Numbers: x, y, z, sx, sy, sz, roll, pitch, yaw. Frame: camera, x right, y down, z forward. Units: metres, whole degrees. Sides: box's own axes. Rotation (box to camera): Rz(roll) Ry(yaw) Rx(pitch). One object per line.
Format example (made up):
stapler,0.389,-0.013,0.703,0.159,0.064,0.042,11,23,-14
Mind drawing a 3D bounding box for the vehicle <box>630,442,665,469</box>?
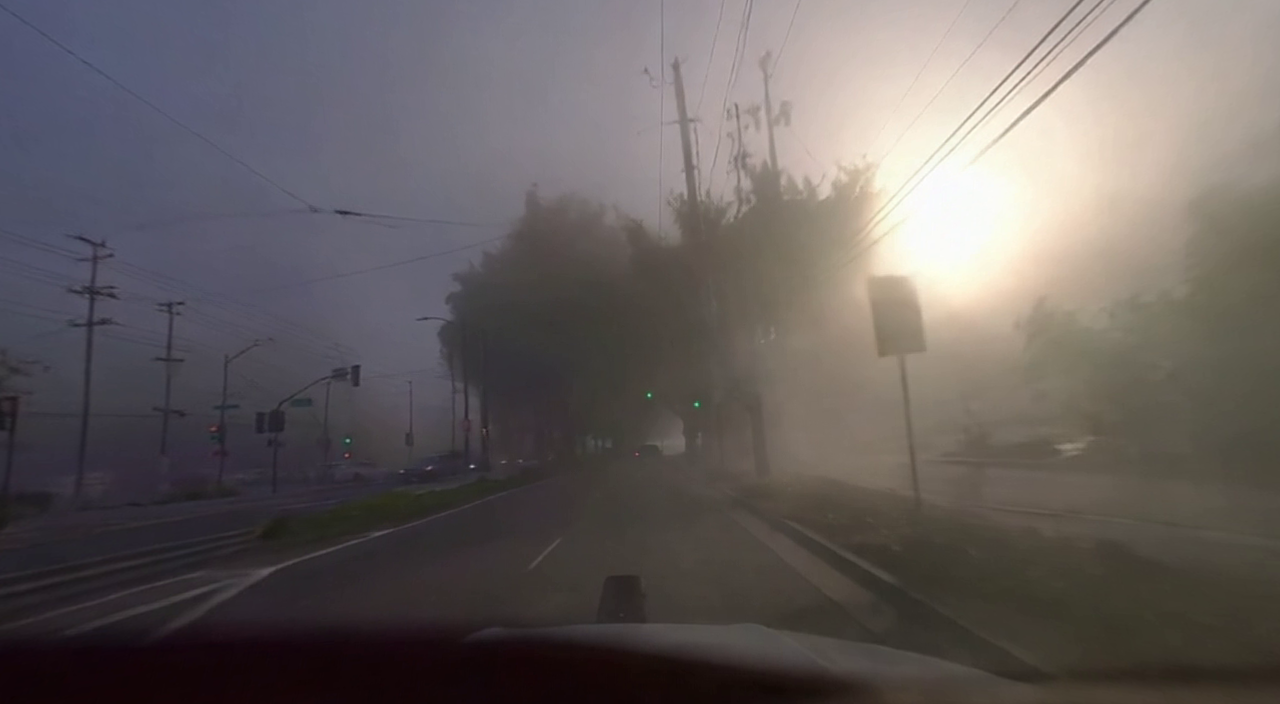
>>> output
vehicle,0.461,6.600,40.392,2.105,1.611,3.750,0,-9,0
